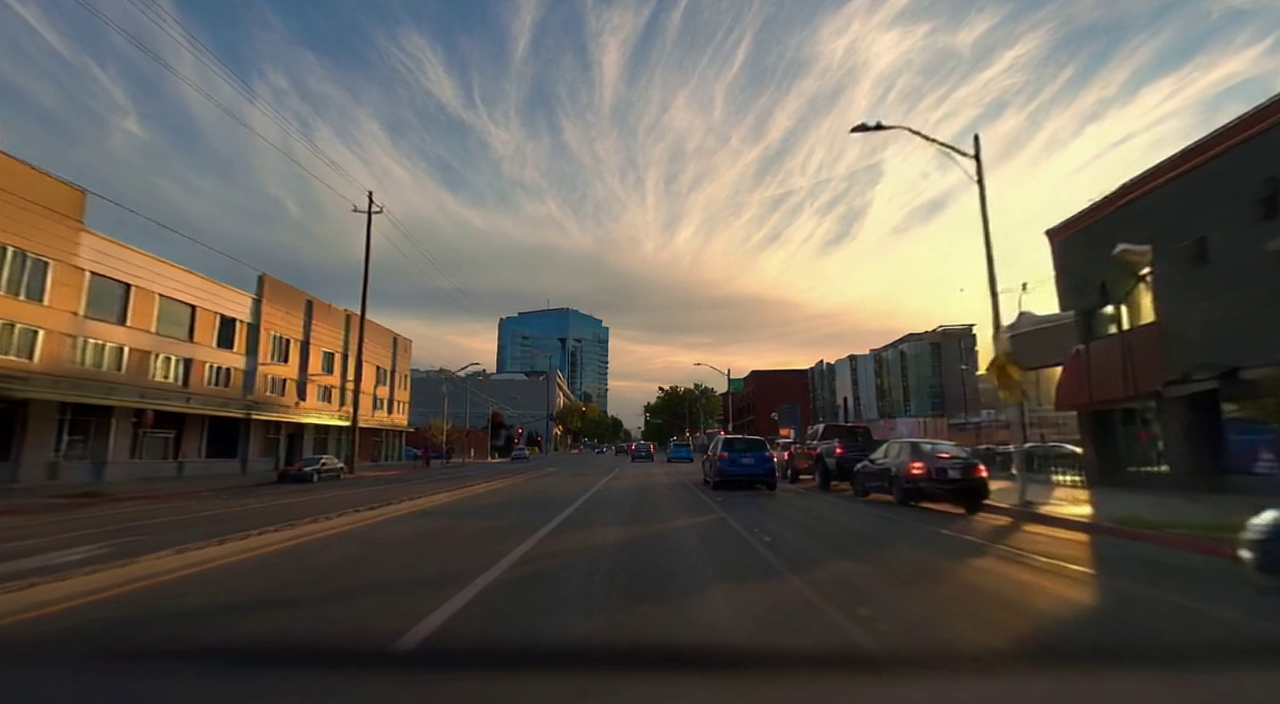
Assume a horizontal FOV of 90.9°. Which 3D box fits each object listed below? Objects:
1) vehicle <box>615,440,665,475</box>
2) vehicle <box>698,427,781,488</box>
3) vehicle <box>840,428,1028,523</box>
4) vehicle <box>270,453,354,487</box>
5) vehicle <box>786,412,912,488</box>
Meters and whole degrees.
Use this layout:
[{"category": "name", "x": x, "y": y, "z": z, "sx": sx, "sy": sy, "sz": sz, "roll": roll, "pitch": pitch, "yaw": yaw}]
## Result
[{"category": "vehicle", "x": 0.023, "y": 5.064, "z": 30.487, "sx": 2.245, "sy": 1.587, "sz": 4.094, "roll": 0, "pitch": -9, "yaw": 0}, {"category": "vehicle", "x": 3.407, "y": 3.738, "z": 22.636, "sx": 2.159, "sy": 1.938, "sz": 4.836, "roll": 0, "pitch": -9, "yaw": -1}, {"category": "vehicle", "x": 6.781, "y": 2.889, "z": 15.338, "sx": 2.176, "sy": 1.901, "sz": 4.887, "roll": 0, "pitch": -9, "yaw": 0}, {"category": "vehicle", "x": -17.389, "y": 6.260, "z": 33.710, "sx": 1.924, "sy": 1.558, "sz": 4.620, "roll": -1, "pitch": -8, "yaw": 1}, {"category": "vehicle", "x": 6.797, "y": 3.286, "z": 21.333, "sx": 2.396, "sy": 2.218, "sz": 5.242, "roll": 0, "pitch": -9, "yaw": 0}]
